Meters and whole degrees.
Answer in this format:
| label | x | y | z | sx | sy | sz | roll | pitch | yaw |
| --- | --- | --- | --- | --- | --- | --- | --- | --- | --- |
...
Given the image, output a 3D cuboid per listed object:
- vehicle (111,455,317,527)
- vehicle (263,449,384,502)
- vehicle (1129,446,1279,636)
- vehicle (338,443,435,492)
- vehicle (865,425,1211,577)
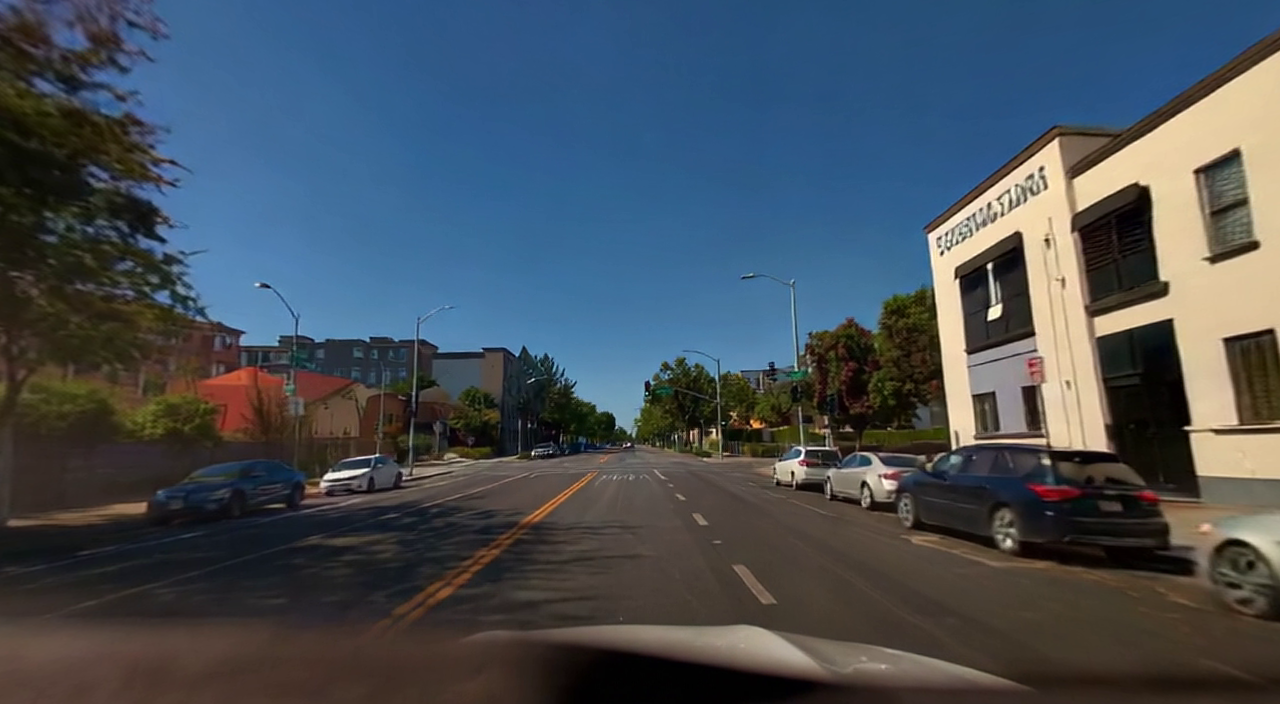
| label | x | y | z | sx | sy | sz | roll | pitch | yaw |
| --- | --- | --- | --- | --- | --- | --- | --- | --- | --- |
| vehicle | -10.173 | 3.315 | 15.650 | 1.953 | 1.387 | 4.529 | 0 | -8 | 0 |
| vehicle | -10.212 | 3.976 | 20.806 | 1.839 | 1.502 | 4.185 | 0 | -8 | -1 |
| vehicle | 6.168 | 1.374 | 4.008 | 2.038 | 1.482 | 4.994 | 0 | -8 | -2 |
| vehicle | -10.201 | 4.646 | 25.913 | 1.967 | 1.749 | 4.841 | 0 | -8 | 0 |
| vehicle | 5.758 | 2.166 | 10.302 | 2.227 | 1.811 | 5.172 | 0 | -8 | -1 |
